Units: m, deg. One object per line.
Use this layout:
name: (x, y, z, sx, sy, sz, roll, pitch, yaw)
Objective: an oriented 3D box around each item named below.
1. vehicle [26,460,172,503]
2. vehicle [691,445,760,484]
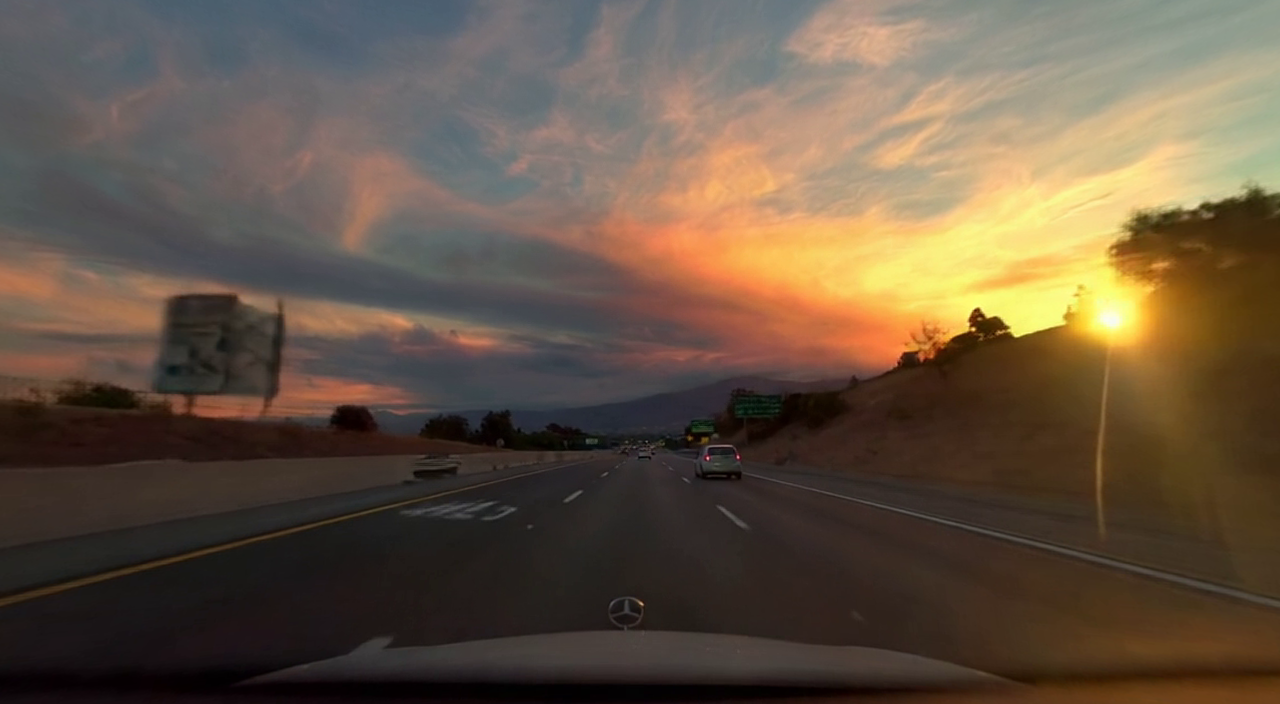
vehicle: (-21.459, 5.121, 25.326, 1.807, 1.449, 4.553, 0, -8, 0)
vehicle: (3.466, 4.667, 26.476, 2.193, 1.462, 4.533, 0, -8, -1)
